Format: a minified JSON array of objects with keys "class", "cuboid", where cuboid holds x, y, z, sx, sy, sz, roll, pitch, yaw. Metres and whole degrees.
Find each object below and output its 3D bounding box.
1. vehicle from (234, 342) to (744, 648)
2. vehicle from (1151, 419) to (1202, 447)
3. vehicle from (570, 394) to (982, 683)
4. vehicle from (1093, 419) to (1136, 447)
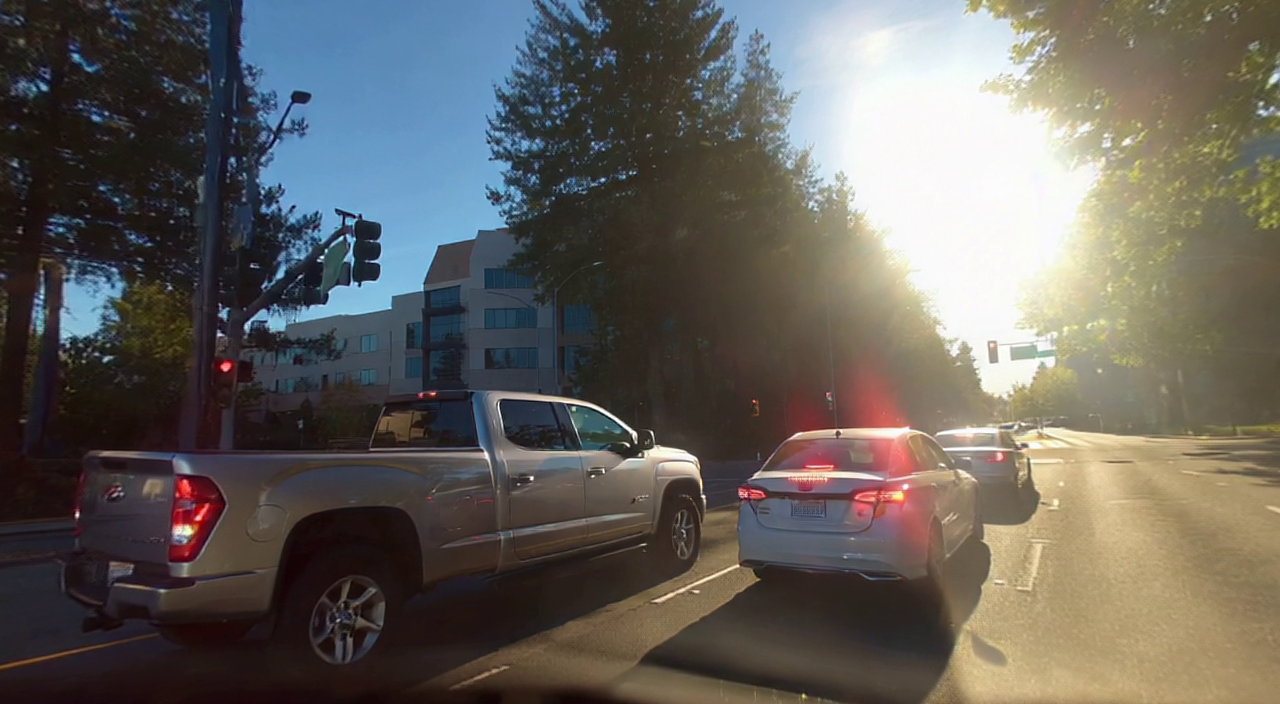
[{"class":"vehicle","cuboid":[-0.877,1.404,7.466,2.272,2.016,6.146,-5,-10,28]},{"class":"vehicle","cuboid":[35.789,5.473,42.205,2.183,1.714,4.491,-6,-11,37]},{"class":"vehicle","cuboid":[1.715,1.376,6.001,2.027,1.549,4.801,-6,-10,35]},{"class":"vehicle","cuboid":[32.805,5.671,43.707,2.160,1.790,4.303,-6,-10,35]}]
